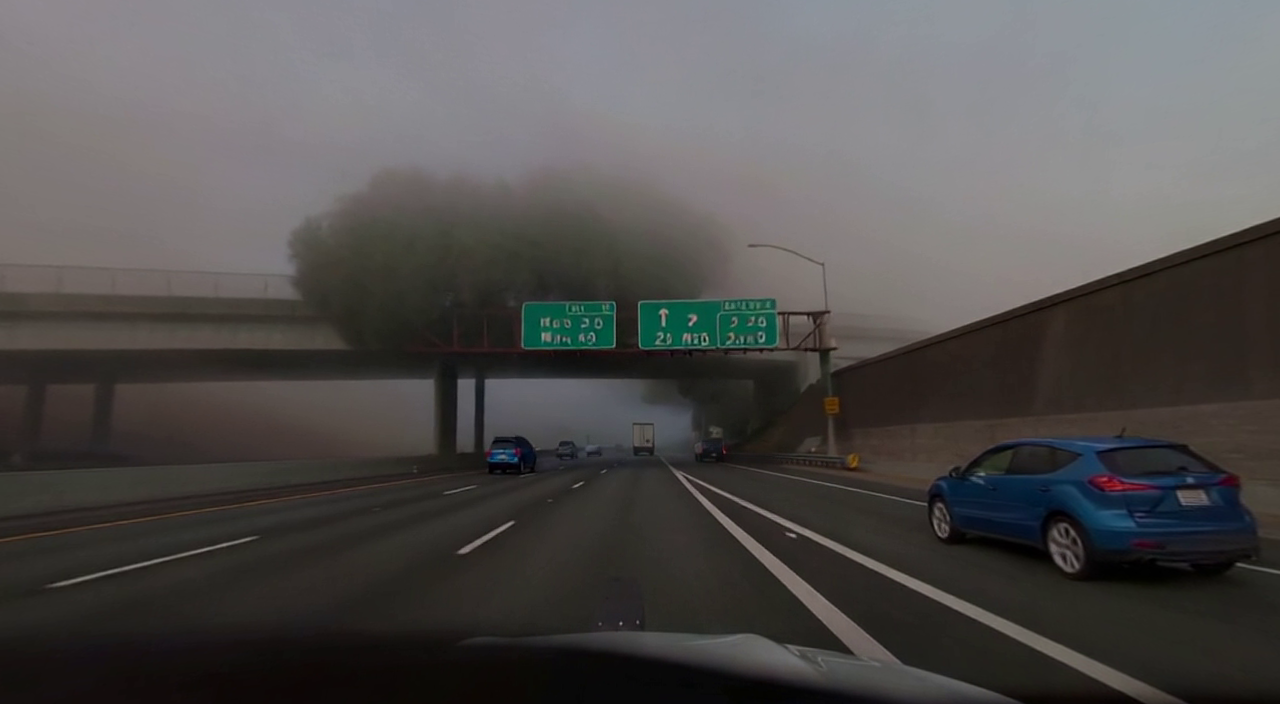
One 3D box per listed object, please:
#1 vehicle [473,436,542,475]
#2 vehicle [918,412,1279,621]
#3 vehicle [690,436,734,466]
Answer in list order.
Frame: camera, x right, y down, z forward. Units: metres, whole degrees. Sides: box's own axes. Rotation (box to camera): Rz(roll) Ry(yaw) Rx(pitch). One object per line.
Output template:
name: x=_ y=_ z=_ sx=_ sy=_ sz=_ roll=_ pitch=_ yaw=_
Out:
vehicle: x=-6.325 y=5.027 z=30.745 sx=2.179 sy=1.753 sz=4.999 roll=0 pitch=-9 yaw=1
vehicle: x=5.213 y=1.554 z=6.977 sx=2.075 sy=1.510 sz=4.569 roll=0 pitch=-9 yaw=-2
vehicle: x=4.793 y=6.674 z=42.619 sx=2.220 sy=1.898 sz=4.752 roll=0 pitch=-9 yaw=-2
